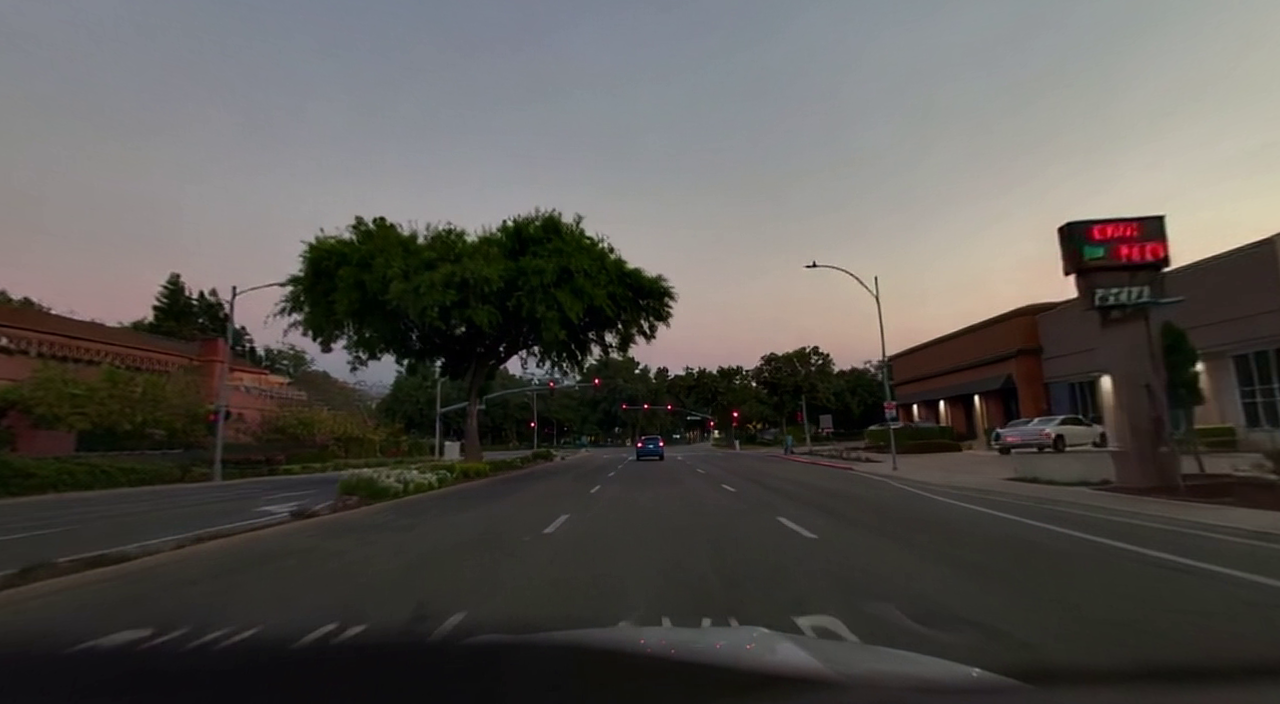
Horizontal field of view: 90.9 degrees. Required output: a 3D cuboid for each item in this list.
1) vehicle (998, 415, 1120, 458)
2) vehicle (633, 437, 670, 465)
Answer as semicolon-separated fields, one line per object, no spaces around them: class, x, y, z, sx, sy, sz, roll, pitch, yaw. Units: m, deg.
vehicle;23.667;4.887;36.133;2.647;2.185;6.556;-1;-8;2
vehicle;0.598;5.726;36.634;2.028;1.478;4.545;0;-8;-1
